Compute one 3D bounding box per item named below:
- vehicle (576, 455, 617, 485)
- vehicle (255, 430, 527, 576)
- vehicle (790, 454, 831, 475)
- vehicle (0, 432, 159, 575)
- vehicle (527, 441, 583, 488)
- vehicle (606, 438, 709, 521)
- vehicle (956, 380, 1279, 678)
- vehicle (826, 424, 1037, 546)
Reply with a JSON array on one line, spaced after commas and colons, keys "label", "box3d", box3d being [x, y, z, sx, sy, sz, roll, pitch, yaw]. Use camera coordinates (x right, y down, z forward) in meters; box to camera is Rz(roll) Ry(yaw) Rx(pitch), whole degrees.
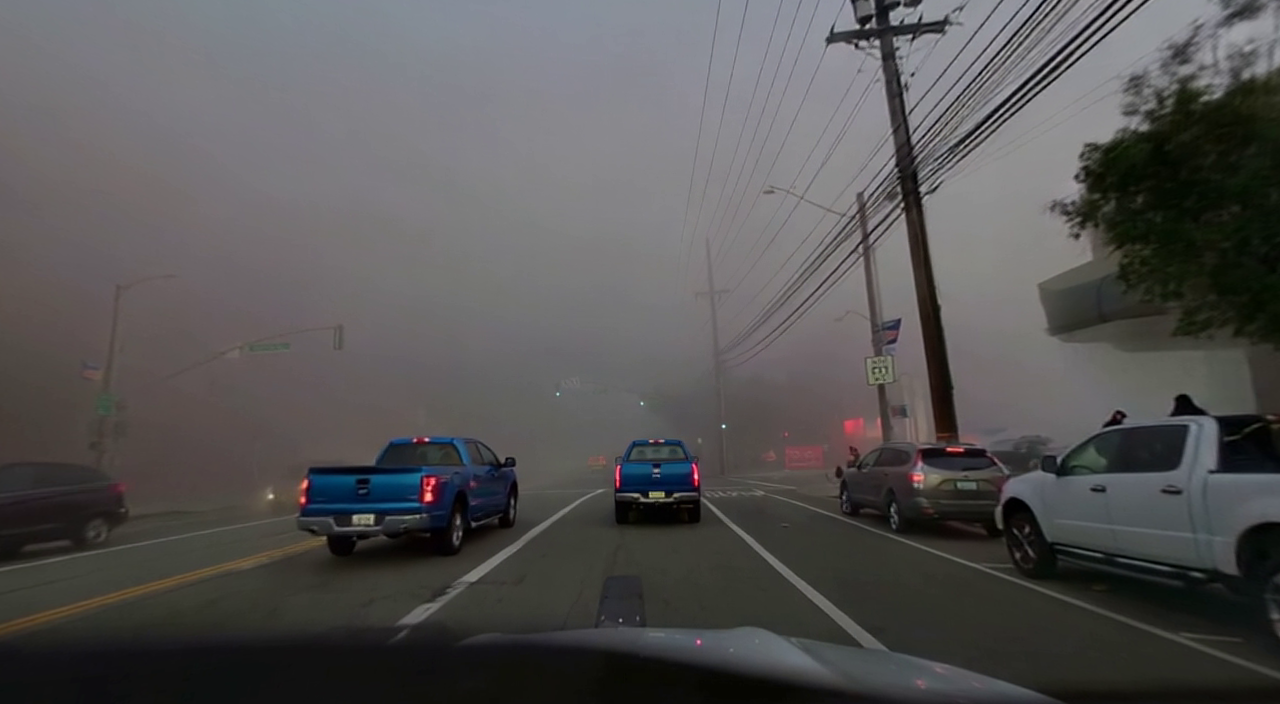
[{"label": "vehicle", "box3d": [-2.775, 7.694, 41.293, 2.140, 1.768, 5.092, 0, -9, 2]}, {"label": "vehicle", "box3d": [-3.148, 2.003, 9.249, 1.995, 1.554, 4.618, 0, -9, 2]}, {"label": "vehicle", "box3d": [13.458, 8.899, 49.972, 2.075, 1.556, 4.585, 0, -9, 1]}, {"label": "vehicle", "box3d": [-9.120, 1.927, 8.069, 2.040, 1.786, 4.772, 0, -9, 1]}, {"label": "vehicle", "box3d": [-5.788, 7.753, 43.988, 2.619, 2.948, 7.193, 0, -9, 2]}, {"label": "vehicle", "box3d": [0.621, 3.017, 15.548, 2.089, 1.699, 4.650, -1, -9, 7]}, {"label": "vehicle", "box3d": [4.892, 1.295, 5.247, 2.007, 1.786, 4.870, 0, -9, 1]}, {"label": "vehicle", "box3d": [5.108, 2.363, 11.925, 1.974, 1.823, 4.576, 0, -9, 3]}]
